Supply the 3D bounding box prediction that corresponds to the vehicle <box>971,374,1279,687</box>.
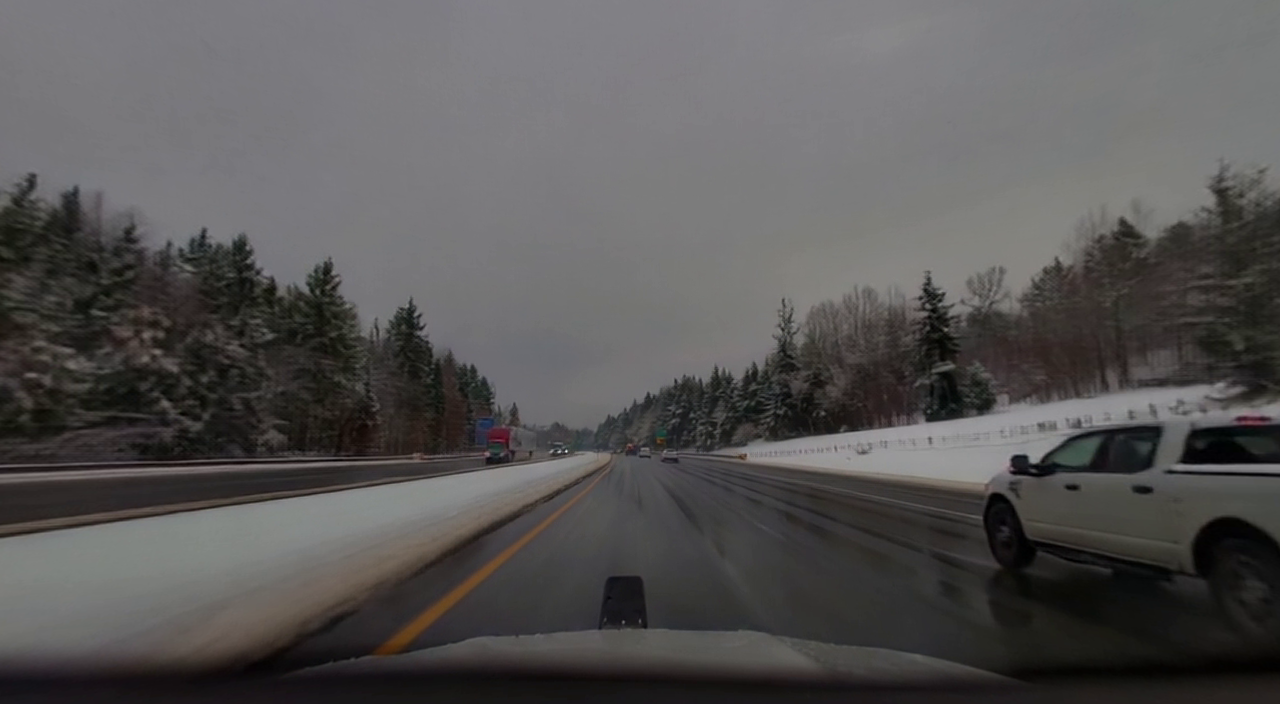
[{"bbox_3d":[4.407,1.085,4.234,1.933,1.663,4.440,0,-9,0],"label":"vehicle"}]
